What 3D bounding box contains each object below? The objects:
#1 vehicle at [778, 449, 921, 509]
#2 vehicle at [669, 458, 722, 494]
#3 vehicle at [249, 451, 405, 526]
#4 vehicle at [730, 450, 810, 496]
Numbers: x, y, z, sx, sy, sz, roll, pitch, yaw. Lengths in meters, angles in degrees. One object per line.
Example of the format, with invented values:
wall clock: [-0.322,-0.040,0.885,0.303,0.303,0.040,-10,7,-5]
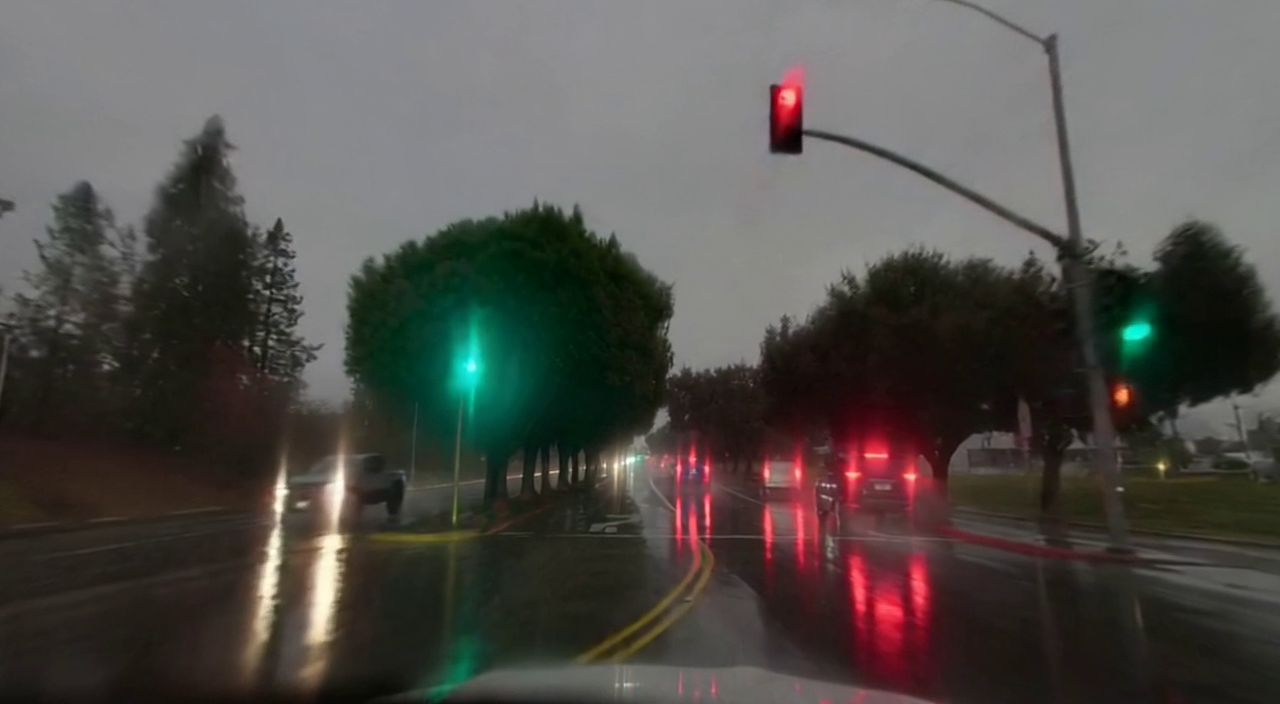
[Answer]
vehicle: [8.820,5.405,27.708,2.771,2.214,7.159,1,-9,-10]
vehicle: [2.806,6.420,33.014,2.140,1.655,4.786,0,-9,-2]
vehicle: [-8.508,3.693,17.772,2.049,1.786,4.557,0,-9,0]
vehicle: [7.524,7.074,37.608,2.802,2.409,6.553,1,-9,-6]
